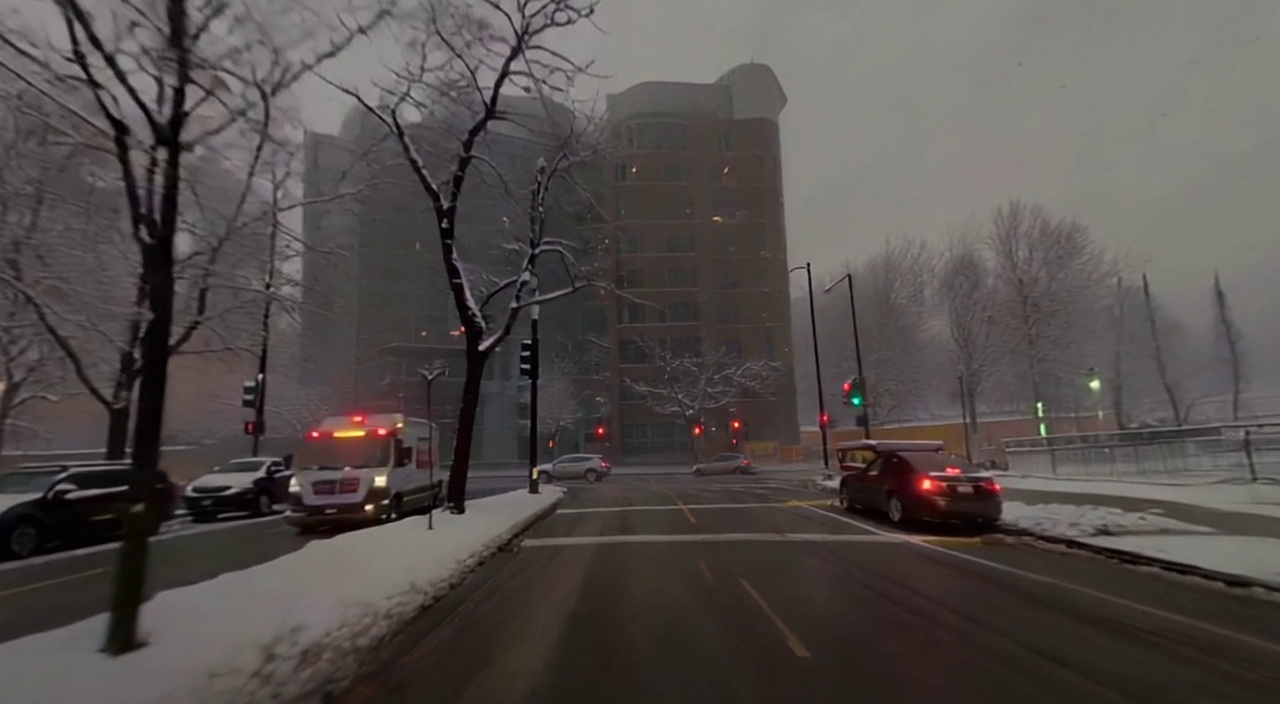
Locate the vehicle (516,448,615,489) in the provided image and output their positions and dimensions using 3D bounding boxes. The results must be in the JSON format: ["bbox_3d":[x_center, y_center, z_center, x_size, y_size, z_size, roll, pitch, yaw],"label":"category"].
[{"bbox_3d":[-3.839,5.987,32.851,4.742,1.906,1.933,6,-10,-35],"label":"vehicle"}]

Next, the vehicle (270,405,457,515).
[{"bbox_3d":[-8.380,3.378,20.291,2.591,2.910,6.652,-1,-8,4],"label":"vehicle"}]

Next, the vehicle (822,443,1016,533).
[{"bbox_3d":[5.469,2.679,13.166,1.888,1.536,4.381,0,-8,-2],"label":"vehicle"}]

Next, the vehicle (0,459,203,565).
[{"bbox_3d":[-11.377,3.005,12.653,1.968,1.608,4.609,0,-8,-1],"label":"vehicle"}]

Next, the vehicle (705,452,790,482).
[{"bbox_3d":[6.218,6.703,36.963,4.693,1.617,1.849,-1,-8,2],"label":"vehicle"}]
